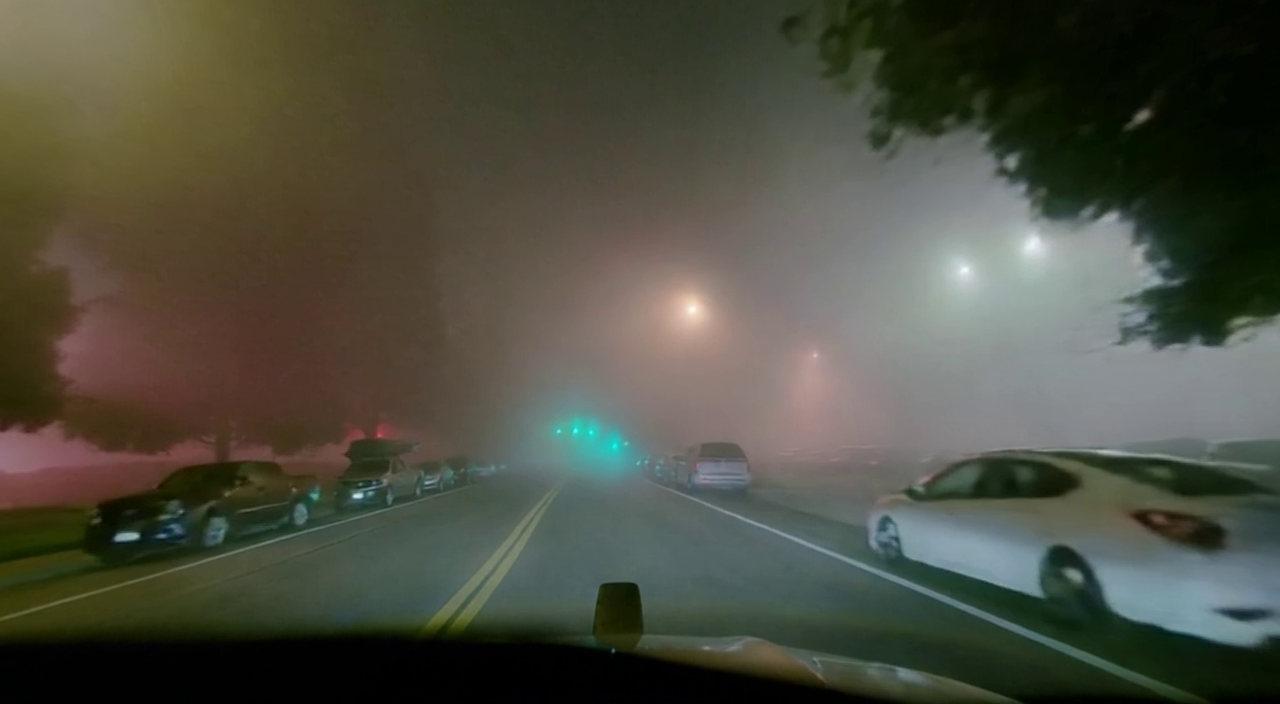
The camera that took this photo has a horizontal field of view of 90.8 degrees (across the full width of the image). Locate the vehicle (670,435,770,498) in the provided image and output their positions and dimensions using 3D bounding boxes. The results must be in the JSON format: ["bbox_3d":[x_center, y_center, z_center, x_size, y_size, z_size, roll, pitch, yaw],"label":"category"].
[{"bbox_3d":[2.555,3.864,21.814,2.255,1.863,5.629,1,-9,-5],"label":"vehicle"}]

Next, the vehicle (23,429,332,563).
[{"bbox_3d":[-8.019,2.606,11.920,2.171,1.838,5.344,-1,-11,-6],"label":"vehicle"}]

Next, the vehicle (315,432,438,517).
[{"bbox_3d":[-8.642,3.928,21.352,2.382,2.223,5.472,-3,-6,-7],"label":"vehicle"}]

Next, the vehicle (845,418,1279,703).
[{"bbox_3d":[3.920,1.484,5.918,2.016,1.509,4.789,1,-9,-5],"label":"vehicle"}]
